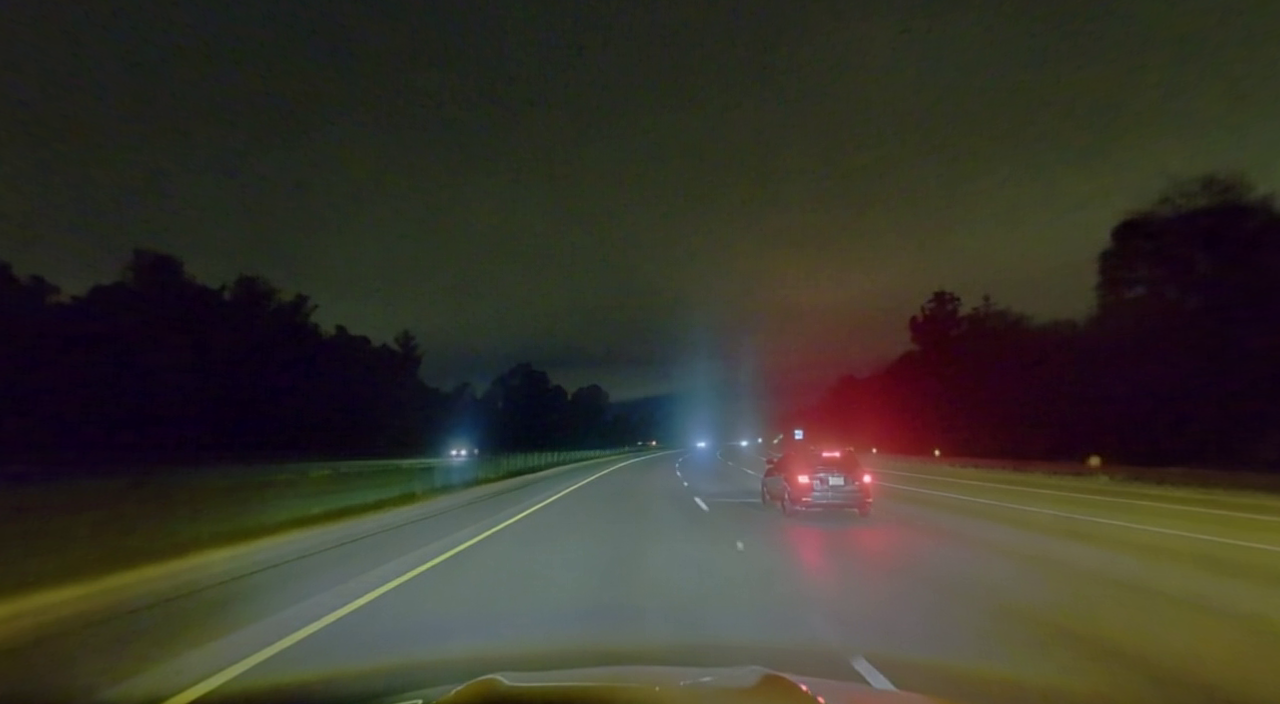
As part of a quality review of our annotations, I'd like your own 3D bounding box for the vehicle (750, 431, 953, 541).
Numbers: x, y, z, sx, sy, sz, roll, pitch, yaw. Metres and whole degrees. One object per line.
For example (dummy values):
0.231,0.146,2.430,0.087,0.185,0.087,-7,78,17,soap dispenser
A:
3.413,2.242,11.239,2.050,1.546,4.344,0,-8,-1,vehicle
